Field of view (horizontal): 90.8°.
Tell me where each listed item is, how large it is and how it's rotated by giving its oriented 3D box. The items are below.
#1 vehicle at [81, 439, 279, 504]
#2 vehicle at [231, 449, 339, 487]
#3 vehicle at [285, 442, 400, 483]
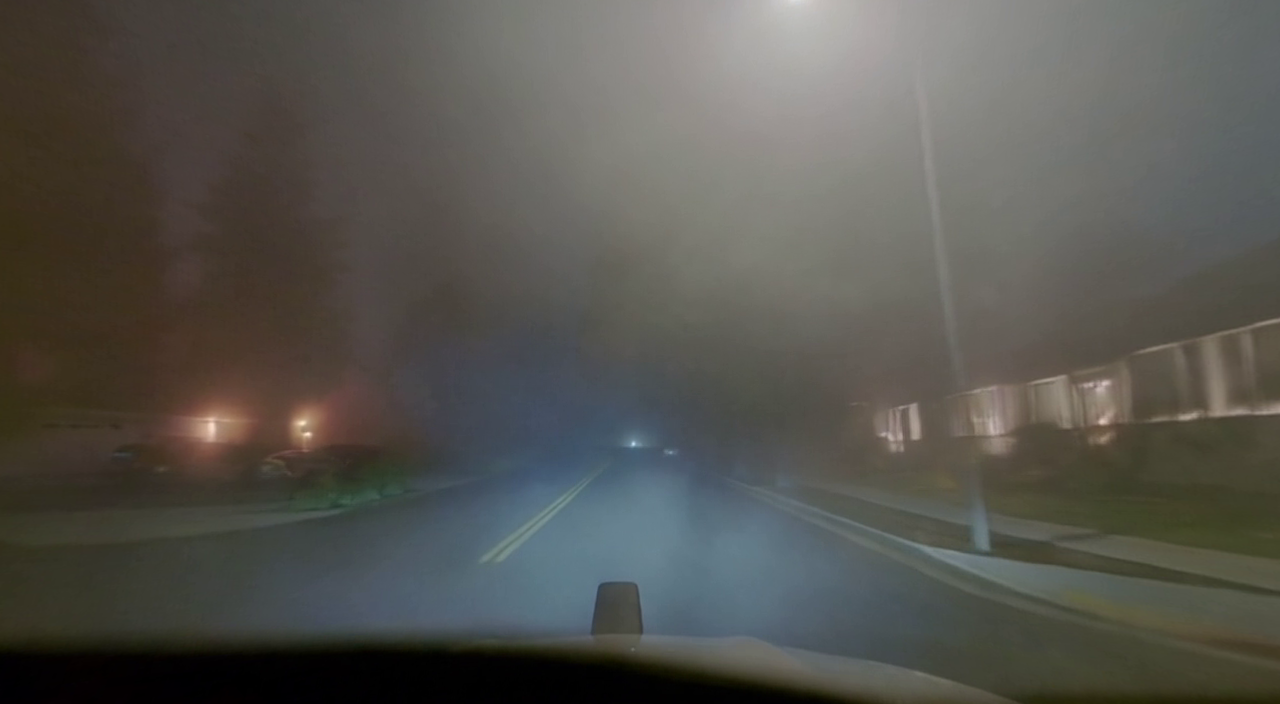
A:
[{"bbox_3d":[-14.990,3.838,20.897,2.066,1.852,4.782,-6,-10,33],"label":"vehicle"},{"bbox_3d":[-15.473,5.017,27.521,4.273,1.459,2.000,-5,-9,27],"label":"vehicle"},{"bbox_3d":[-14.332,5.266,30.368,5.275,1.807,2.279,-5,-9,29],"label":"vehicle"}]
